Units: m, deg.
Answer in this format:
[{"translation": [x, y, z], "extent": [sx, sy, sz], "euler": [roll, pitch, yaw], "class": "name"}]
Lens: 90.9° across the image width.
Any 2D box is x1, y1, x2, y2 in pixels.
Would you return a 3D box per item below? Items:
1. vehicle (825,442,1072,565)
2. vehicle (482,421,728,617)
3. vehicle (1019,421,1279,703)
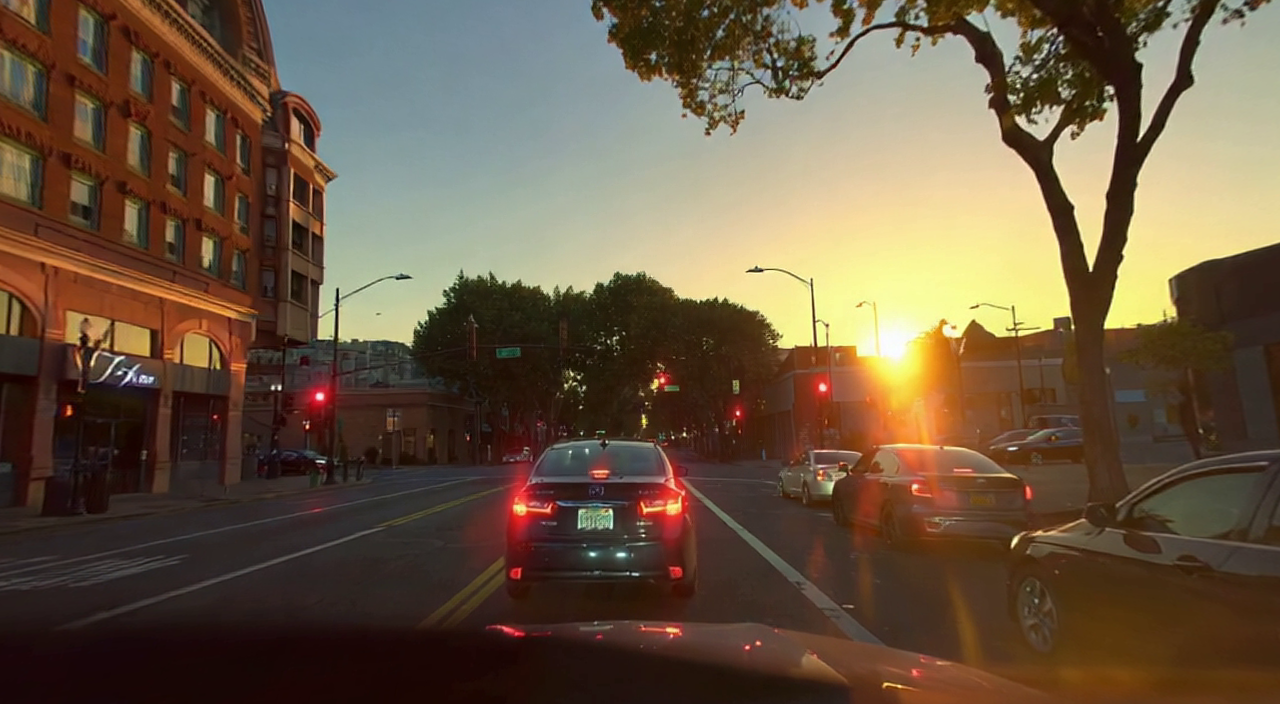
[{"translation": [4.551, 2.241, 10.267], "extent": [1.912, 1.505, 4.618], "euler": [-1, -8, 4], "class": "vehicle"}, {"translation": [-0.279, 1.566, 6.786], "extent": [1.888, 1.489, 3.703], "euler": [0, -8, 0], "class": "vehicle"}, {"translation": [3.178, 0.826, 1.107], "extent": [2.006, 1.496, 4.767], "euler": [0, -9, -1], "class": "vehicle"}]
